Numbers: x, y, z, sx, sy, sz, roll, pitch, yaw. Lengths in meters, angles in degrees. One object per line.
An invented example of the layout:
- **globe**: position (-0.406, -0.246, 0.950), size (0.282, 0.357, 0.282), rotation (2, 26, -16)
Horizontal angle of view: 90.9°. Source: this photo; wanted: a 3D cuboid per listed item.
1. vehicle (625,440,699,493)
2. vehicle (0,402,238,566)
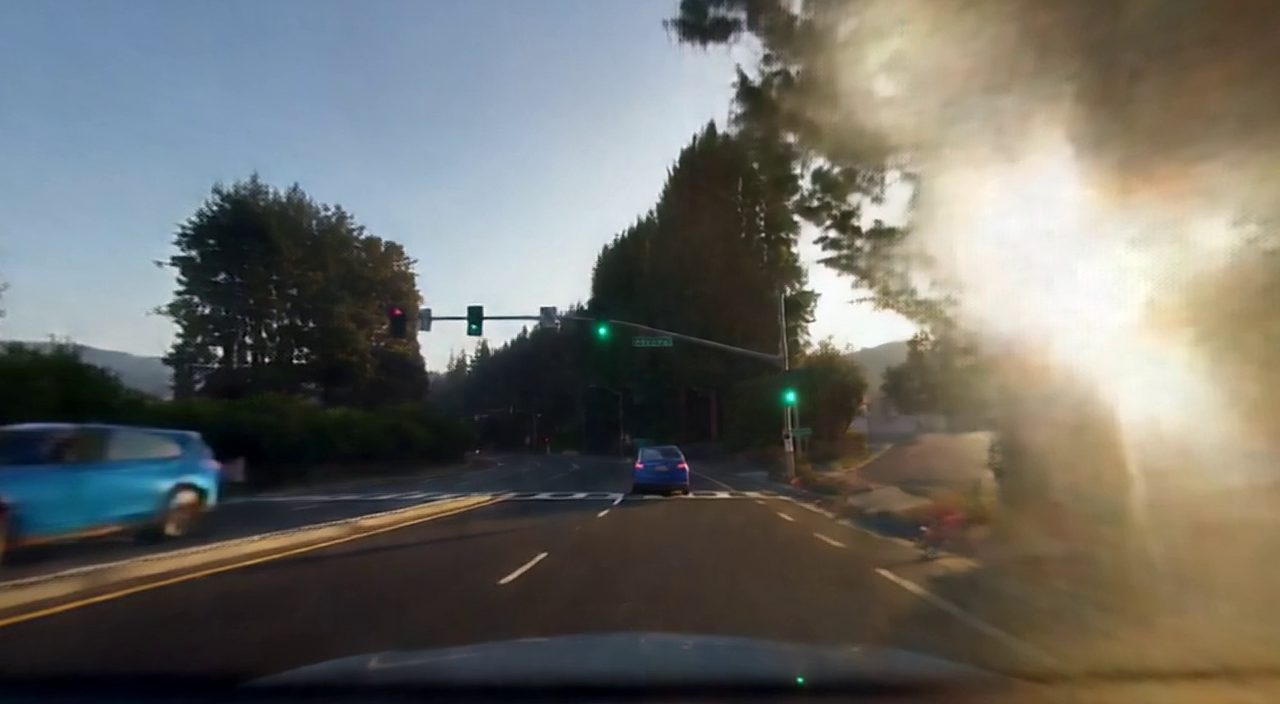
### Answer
- **vehicle**: position (0.604, 3.629, 20.414), size (2.148, 1.521, 4.089), rotation (0, -8, -1)
- **vehicle**: position (-8.553, 1.736, 8.659), size (2.150, 1.927, 5.209), rotation (-1, -8, 7)
